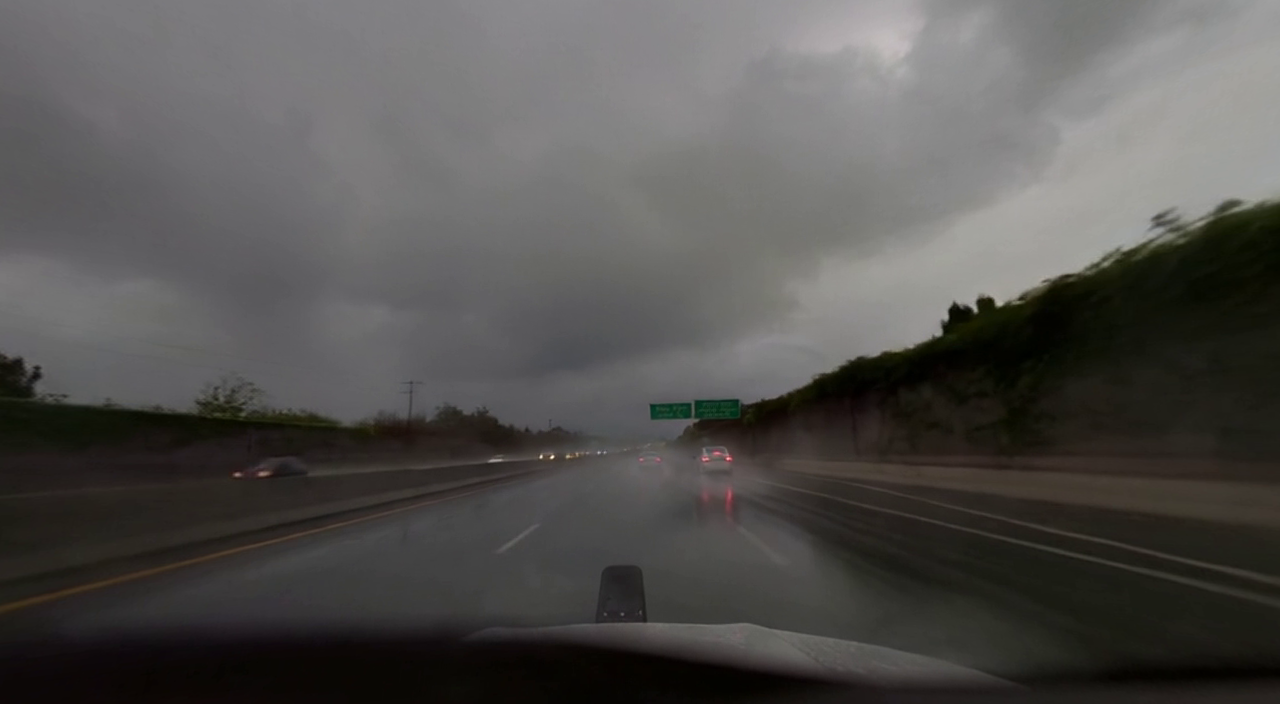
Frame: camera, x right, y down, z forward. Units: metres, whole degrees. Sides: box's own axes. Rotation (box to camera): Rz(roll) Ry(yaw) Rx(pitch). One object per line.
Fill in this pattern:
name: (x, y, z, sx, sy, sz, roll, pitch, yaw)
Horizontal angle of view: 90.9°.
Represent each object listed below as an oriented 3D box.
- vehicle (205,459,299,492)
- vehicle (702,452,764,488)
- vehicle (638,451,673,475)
vehicle: (-19.989, 6.357, 32.758, 1.887, 1.522, 4.541, -1, -9, 2)
vehicle: (3.625, 4.666, 25.167, 1.883, 1.320, 3.386, 0, -9, -1)
vehicle: (0.951, 6.887, 39.201, 2.065, 1.400, 4.028, 0, -9, 1)
